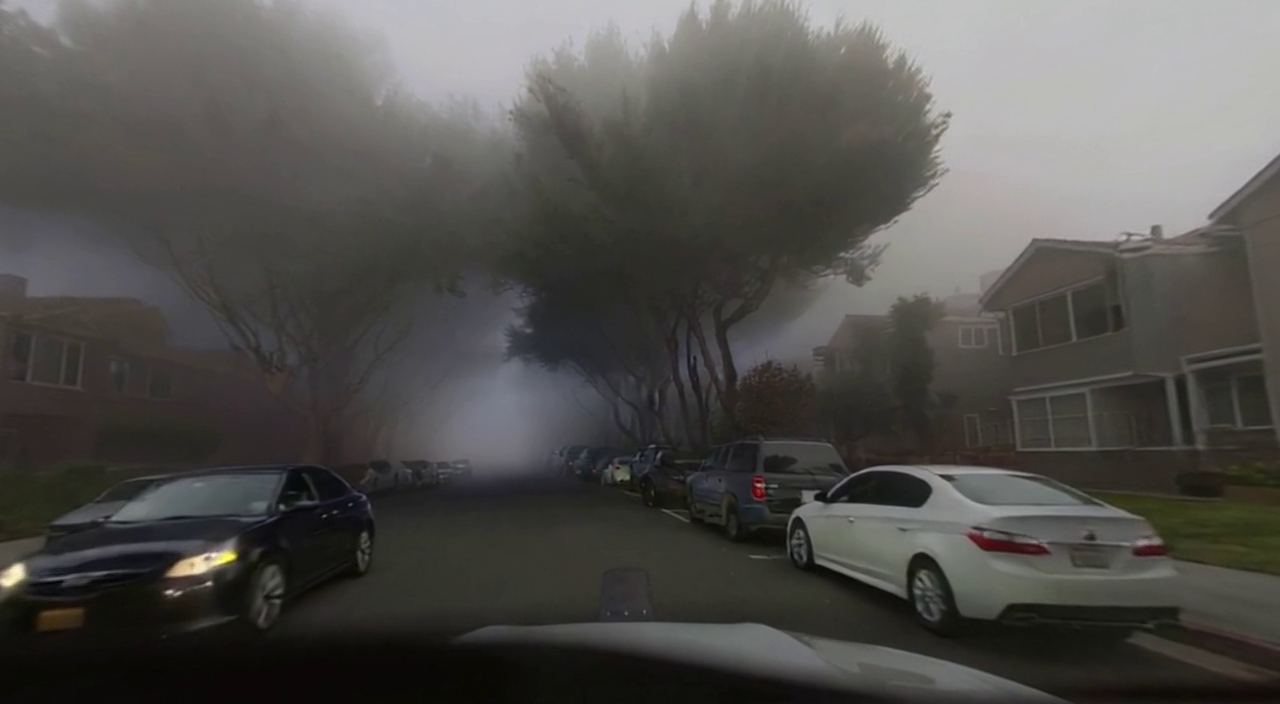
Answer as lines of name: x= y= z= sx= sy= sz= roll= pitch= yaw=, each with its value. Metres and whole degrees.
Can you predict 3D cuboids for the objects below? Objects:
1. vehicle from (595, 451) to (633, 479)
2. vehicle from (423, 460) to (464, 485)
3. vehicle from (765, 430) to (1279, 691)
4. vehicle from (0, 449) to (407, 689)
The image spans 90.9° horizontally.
vehicle: x=-1.897 y=7.856 z=44.244 sx=2.114 sy=1.787 sz=4.783 roll=1 pitch=-9 yaw=-9
vehicle: x=-12.897 y=7.903 z=41.511 sx=1.760 sy=1.418 sz=4.218 roll=0 pitch=-9 yaw=-6
vehicle: x=2.937 y=1.603 z=6.186 sx=1.876 sy=1.538 sz=4.447 roll=1 pitch=-9 yaw=-9
vehicle: x=-3.974 y=1.755 z=6.407 sx=1.971 sy=1.476 sz=4.593 roll=1 pitch=-9 yaw=-7
